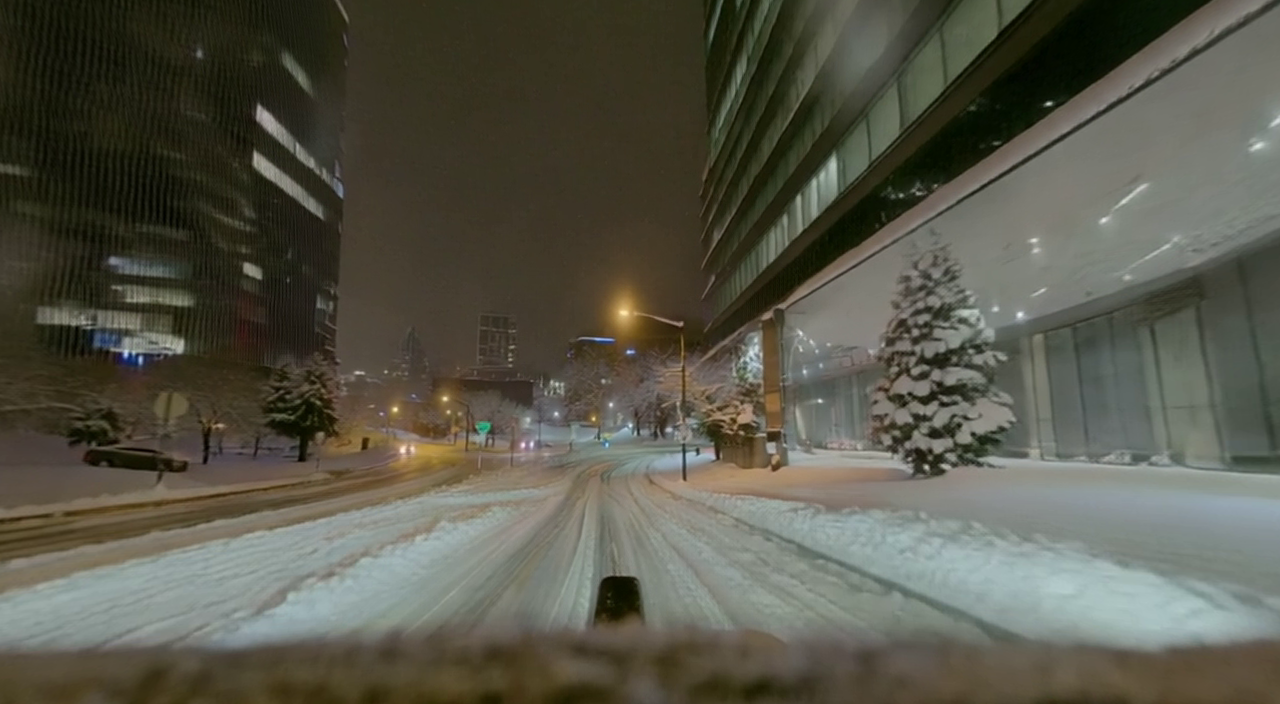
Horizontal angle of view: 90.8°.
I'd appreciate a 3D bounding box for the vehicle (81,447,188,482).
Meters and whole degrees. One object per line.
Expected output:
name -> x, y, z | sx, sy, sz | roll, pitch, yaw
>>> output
vehicle -> -27.668, 6.102, 34.613 | 4.473, 1.778, 2.125 | -2, -9, 14
